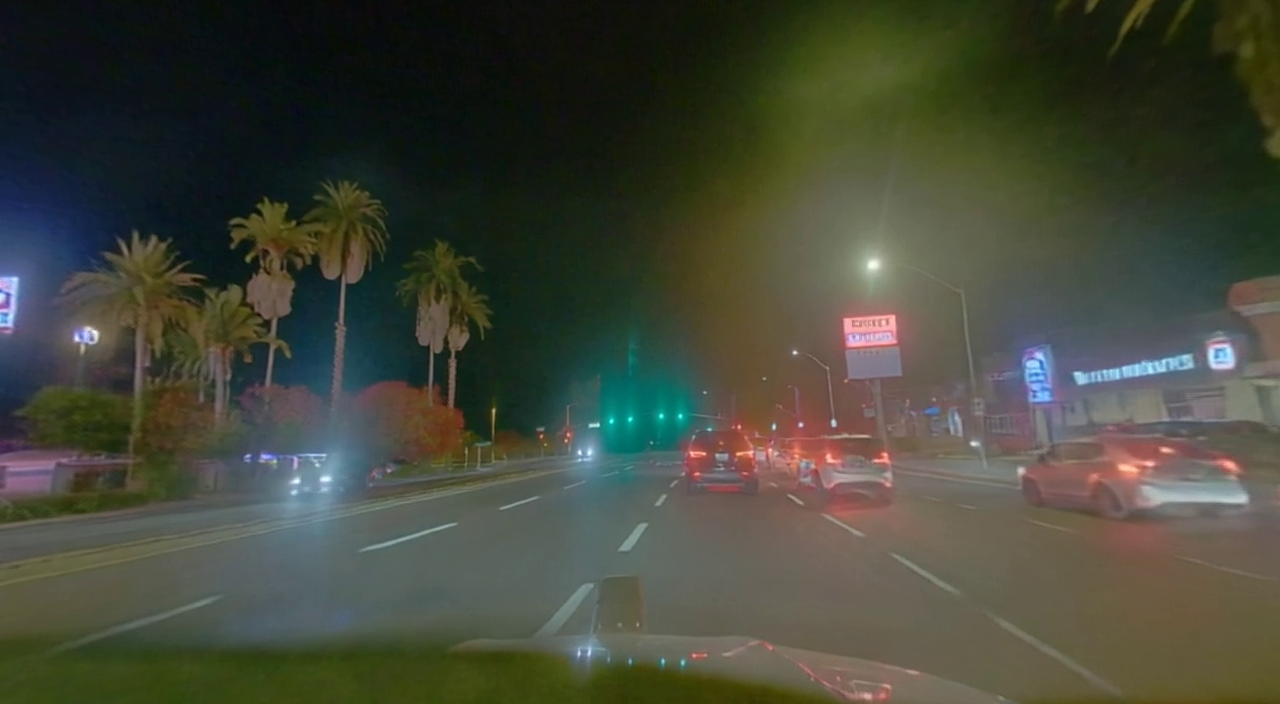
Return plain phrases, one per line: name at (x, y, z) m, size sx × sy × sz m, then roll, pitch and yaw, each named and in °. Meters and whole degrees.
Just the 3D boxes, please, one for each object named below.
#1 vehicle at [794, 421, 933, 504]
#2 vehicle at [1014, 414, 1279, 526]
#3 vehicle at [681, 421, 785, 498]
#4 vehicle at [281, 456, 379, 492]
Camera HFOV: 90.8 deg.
vehicle at (5.427, 2.761, 16.068) m, size 2.187 × 1.777 × 4.444 m, roll -1°, pitch -9°, yaw 4°
vehicle at (9.298, 2.136, 11.880) m, size 1.881 × 1.658 × 4.595 m, roll -1°, pitch -9°, yaw 3°
vehicle at (2.423, 2.953, 17.590) m, size 2.428 × 1.816 × 4.959 m, roll -1°, pitch -9°, yaw 5°
vehicle at (-14.266, 5.628, 29.416) m, size 1.857 × 1.446 × 4.615 m, roll -3°, pitch -9°, yaw 6°
